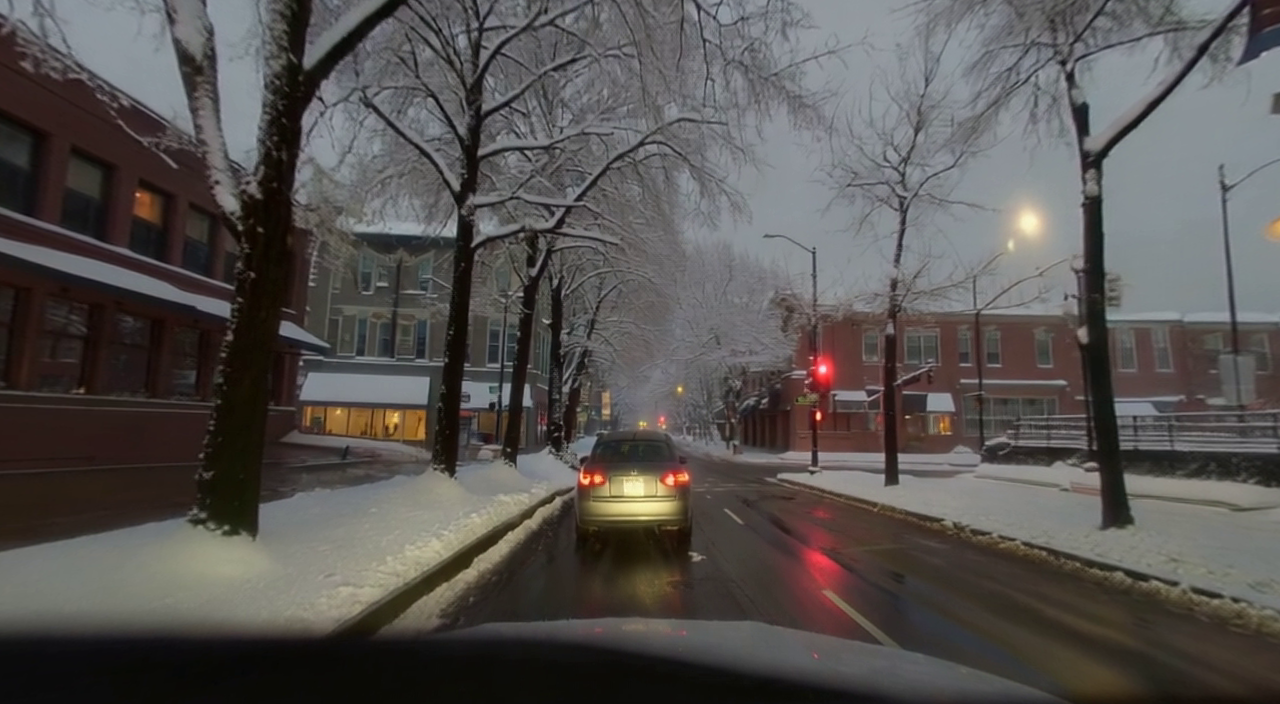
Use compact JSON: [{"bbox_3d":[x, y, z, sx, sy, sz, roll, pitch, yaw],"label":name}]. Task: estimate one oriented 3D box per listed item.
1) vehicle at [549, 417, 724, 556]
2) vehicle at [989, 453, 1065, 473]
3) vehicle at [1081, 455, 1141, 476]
[{"bbox_3d":[-0.078,1.892,9.508,2.079,1.621,3.861,0,-8,-1],"label":"vehicle"},{"bbox_3d":[29.769,8.510,48.589,4.668,1.441,1.904,0,-9,-5],"label":"vehicle"},{"bbox_3d":[36.363,8.776,48.693,3.445,1.363,1.608,3,-7,-1],"label":"vehicle"}]
